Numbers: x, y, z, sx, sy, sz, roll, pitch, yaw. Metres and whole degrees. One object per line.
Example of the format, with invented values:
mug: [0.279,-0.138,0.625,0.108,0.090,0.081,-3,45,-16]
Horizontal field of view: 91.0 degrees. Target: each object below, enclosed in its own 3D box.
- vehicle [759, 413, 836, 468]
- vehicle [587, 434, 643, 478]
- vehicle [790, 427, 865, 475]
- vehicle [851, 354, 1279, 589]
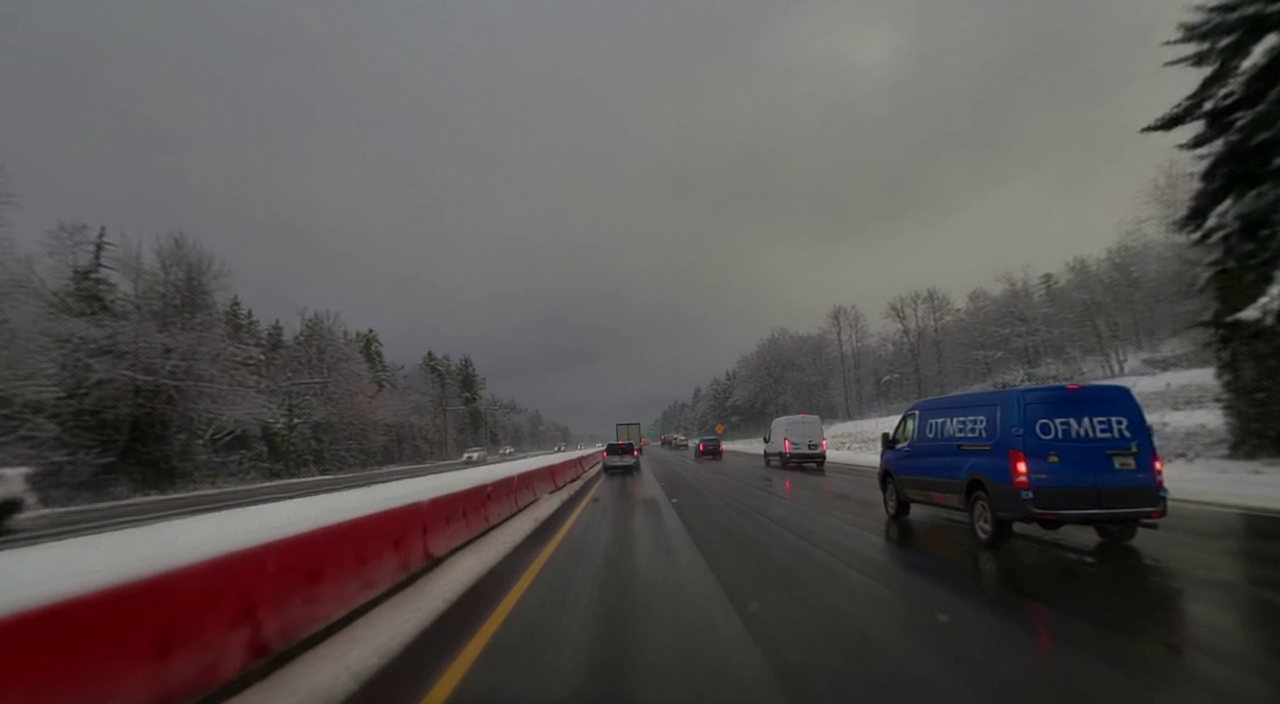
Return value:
vehicle: [8.112,4.642,33.081,2.385,2.635,5.633,0,-8,-2]
vehicle: [-0.983,4.158,25.465,2.100,1.636,3.620,0,-8,-2]
vehicle: [8.270,4.380,28.073,2.255,1.960,3.229,0,-8,-1]
vehicle: [4.794,1.376,8.034,2.223,2.008,5.121,0,-8,-2]
